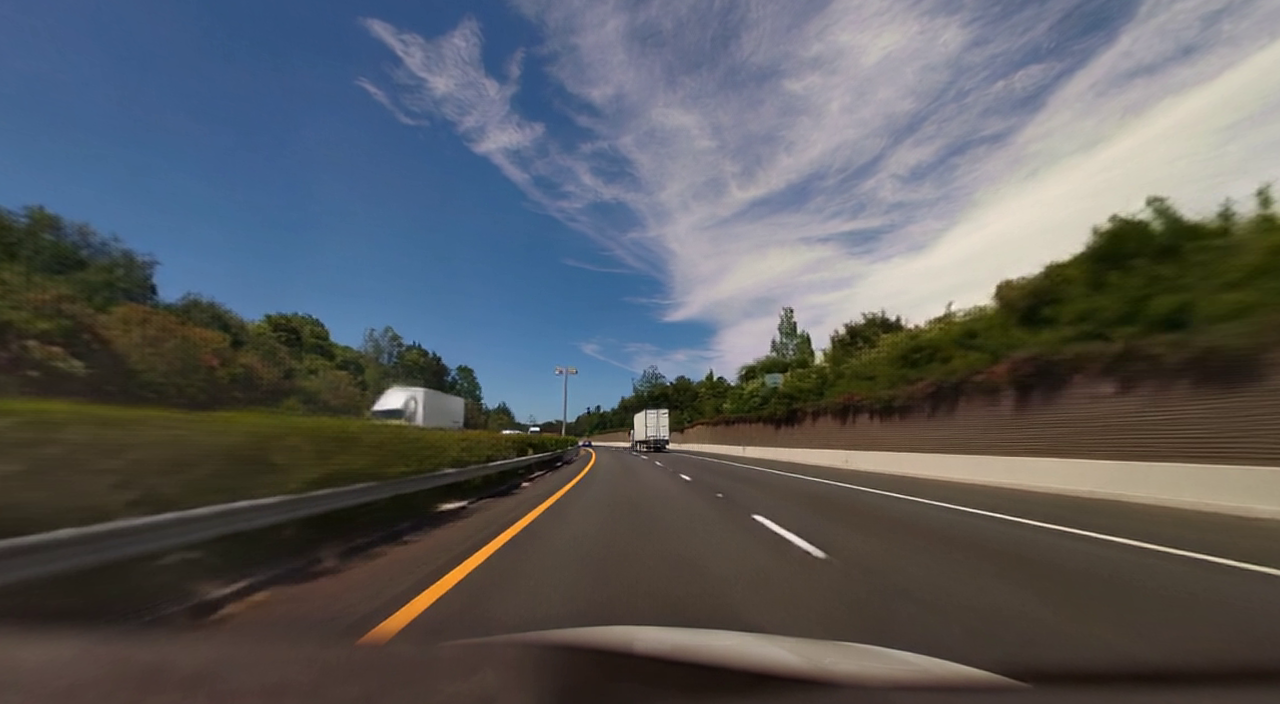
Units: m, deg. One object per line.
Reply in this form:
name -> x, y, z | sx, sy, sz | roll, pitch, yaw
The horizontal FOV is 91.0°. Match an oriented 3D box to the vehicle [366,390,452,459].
vehicle -> -13.821, 4.474, 38.222 | 2.962, 3.832, 5.796 | 0, -8, 0
